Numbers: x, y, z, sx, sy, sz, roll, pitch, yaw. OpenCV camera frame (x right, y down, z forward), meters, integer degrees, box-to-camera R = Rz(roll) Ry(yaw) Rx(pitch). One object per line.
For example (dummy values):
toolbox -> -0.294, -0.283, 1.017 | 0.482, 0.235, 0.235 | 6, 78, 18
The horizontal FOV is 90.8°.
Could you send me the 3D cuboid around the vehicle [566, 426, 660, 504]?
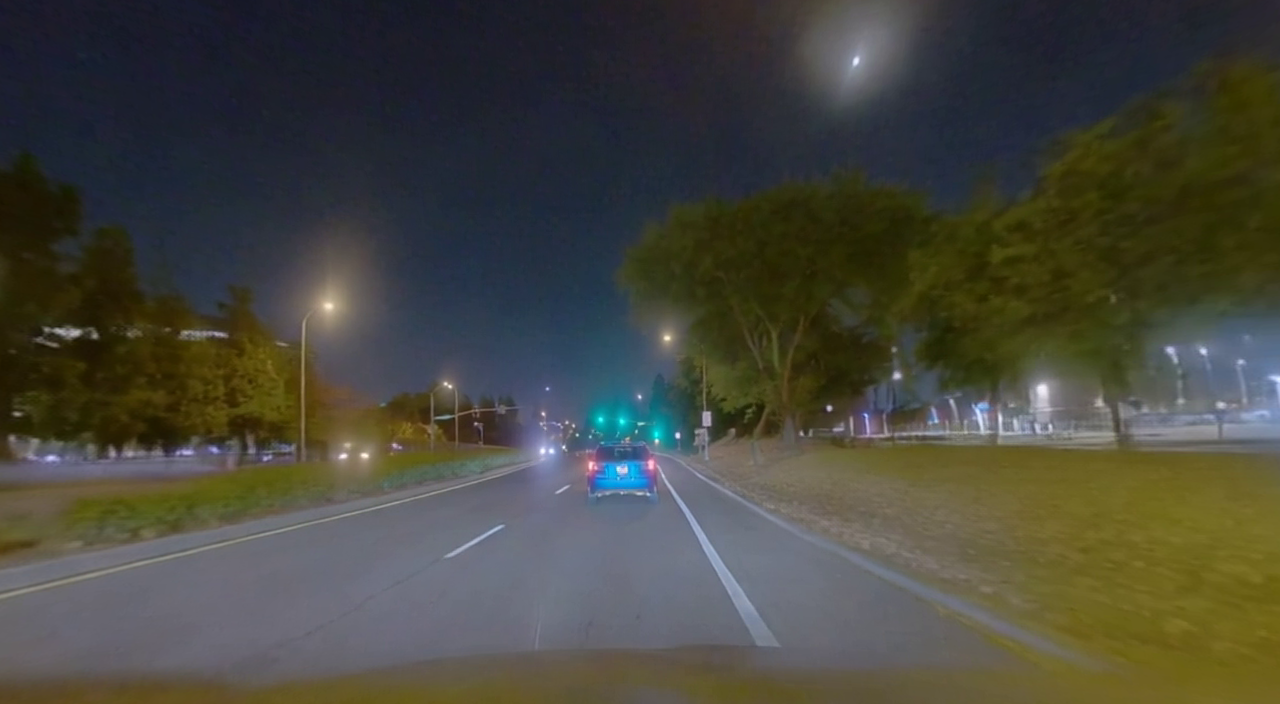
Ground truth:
vehicle -> -0.626, 2.874, 16.471 | 2.131, 1.761, 4.242 | 0, -8, -1
